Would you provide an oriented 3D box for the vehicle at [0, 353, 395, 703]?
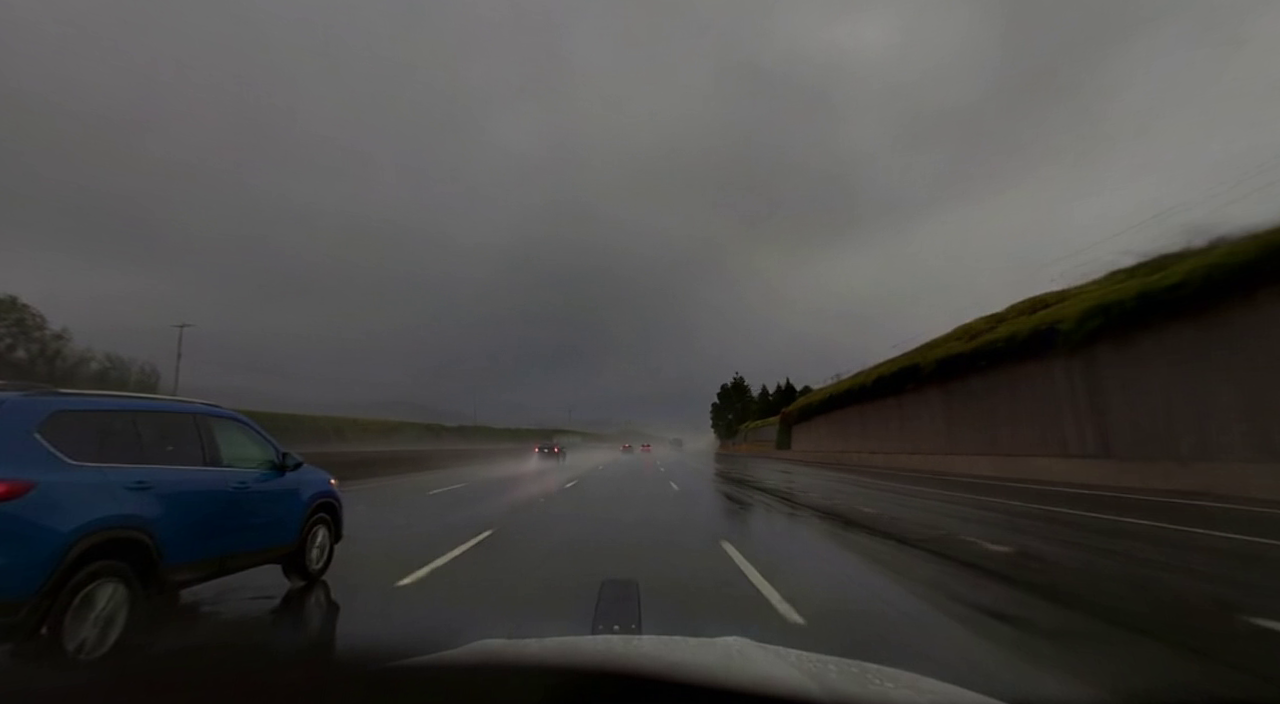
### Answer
[{"bbox_3d":[-3.880,1.186,4.911,2.047,1.715,4.689,0,-9,0],"label":"vehicle"}]
